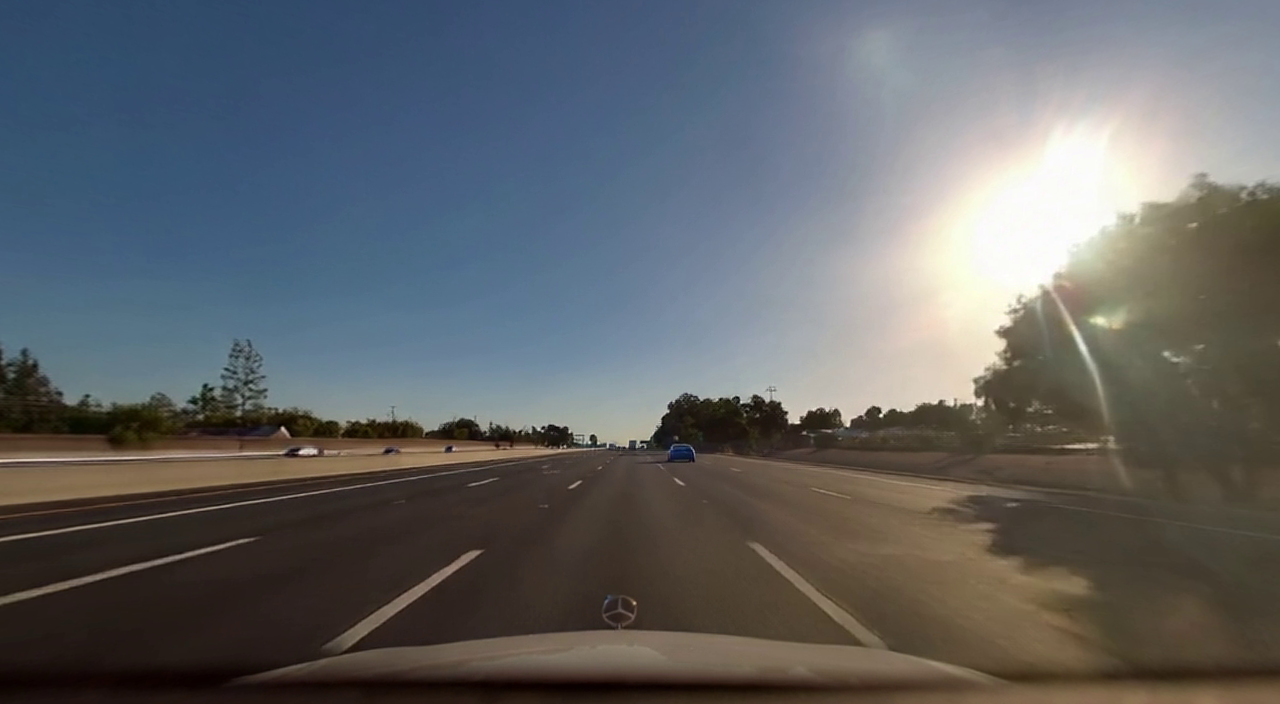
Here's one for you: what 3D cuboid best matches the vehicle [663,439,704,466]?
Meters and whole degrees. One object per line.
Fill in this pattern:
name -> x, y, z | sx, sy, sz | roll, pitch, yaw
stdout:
vehicle -> 2.766, 6.458, 40.749 | 2.270, 1.615, 3.770 | 0, -8, -2
